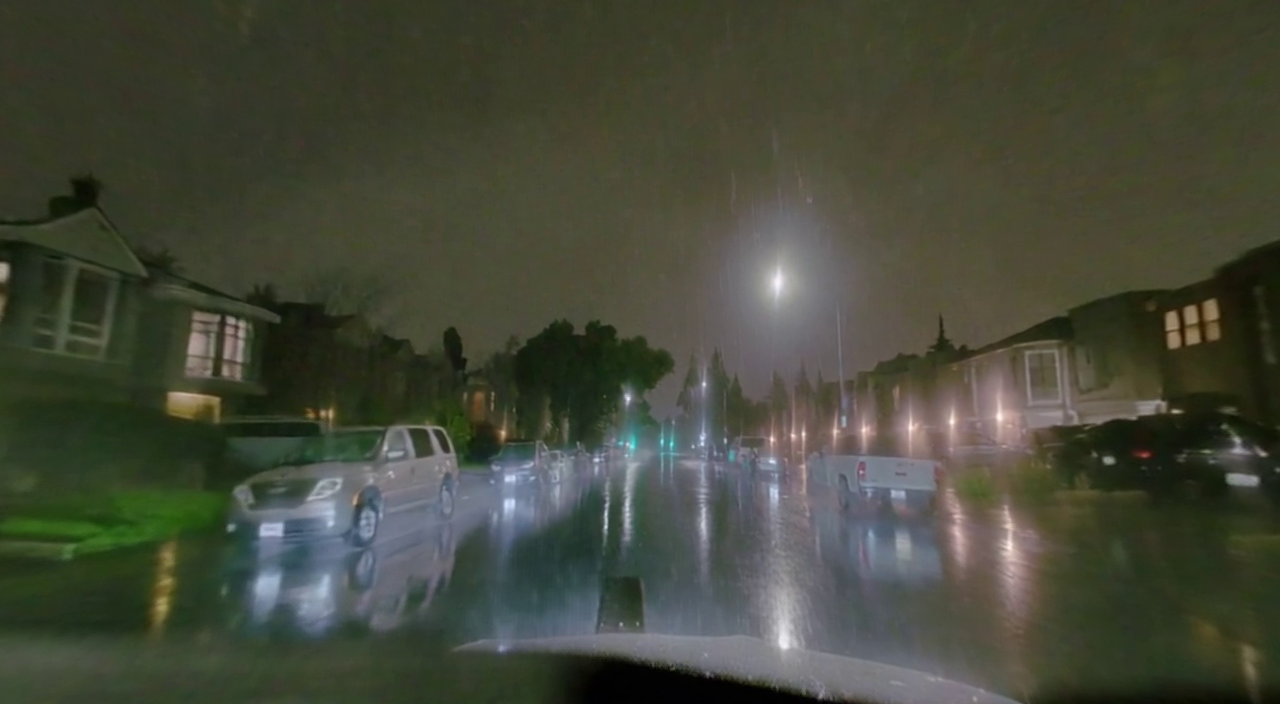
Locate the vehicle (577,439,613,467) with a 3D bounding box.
[{"bbox_3d":[-3.070,7.072,44.141,2.035,1.822,4.348,0,-10,2],"label":"vehicle"}]

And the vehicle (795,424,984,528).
[{"bbox_3d":[5.333,2.722,14.611,2.201,1.896,5.632,0,-8,2],"label":"vehicle"}]

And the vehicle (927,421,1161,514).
[{"bbox_3d":[9.356,2.761,15.354,2.285,1.833,4.853,-1,-10,-2],"label":"vehicle"}]

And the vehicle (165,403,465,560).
[{"bbox_3d":[-4.910,2.124,10.879,2.319,1.902,5.526,-2,-10,-1],"label":"vehicle"}]

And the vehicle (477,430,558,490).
[{"bbox_3d":[-4.137,3.787,22.065,2.007,1.861,4.101,0,-11,0],"label":"vehicle"}]

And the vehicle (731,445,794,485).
[{"bbox_3d":[5.354,4.983,28.367,1.850,1.516,5.066,0,-8,0],"label":"vehicle"}]
